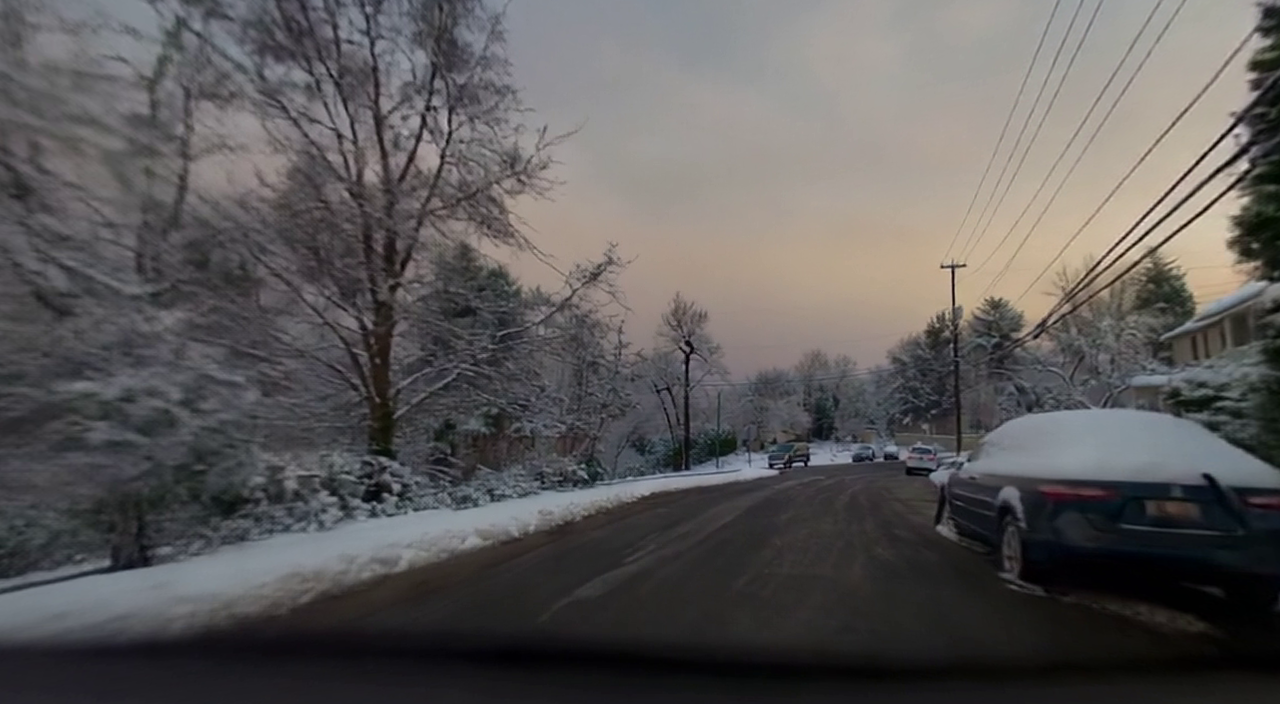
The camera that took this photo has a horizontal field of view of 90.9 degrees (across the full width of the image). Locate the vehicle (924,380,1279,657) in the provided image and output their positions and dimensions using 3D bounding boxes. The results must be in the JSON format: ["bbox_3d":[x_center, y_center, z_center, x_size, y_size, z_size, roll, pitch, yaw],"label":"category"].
[{"bbox_3d":[4.974,1.570,7.182,2.311,1.909,5.570,-2,-9,16],"label":"vehicle"}]
